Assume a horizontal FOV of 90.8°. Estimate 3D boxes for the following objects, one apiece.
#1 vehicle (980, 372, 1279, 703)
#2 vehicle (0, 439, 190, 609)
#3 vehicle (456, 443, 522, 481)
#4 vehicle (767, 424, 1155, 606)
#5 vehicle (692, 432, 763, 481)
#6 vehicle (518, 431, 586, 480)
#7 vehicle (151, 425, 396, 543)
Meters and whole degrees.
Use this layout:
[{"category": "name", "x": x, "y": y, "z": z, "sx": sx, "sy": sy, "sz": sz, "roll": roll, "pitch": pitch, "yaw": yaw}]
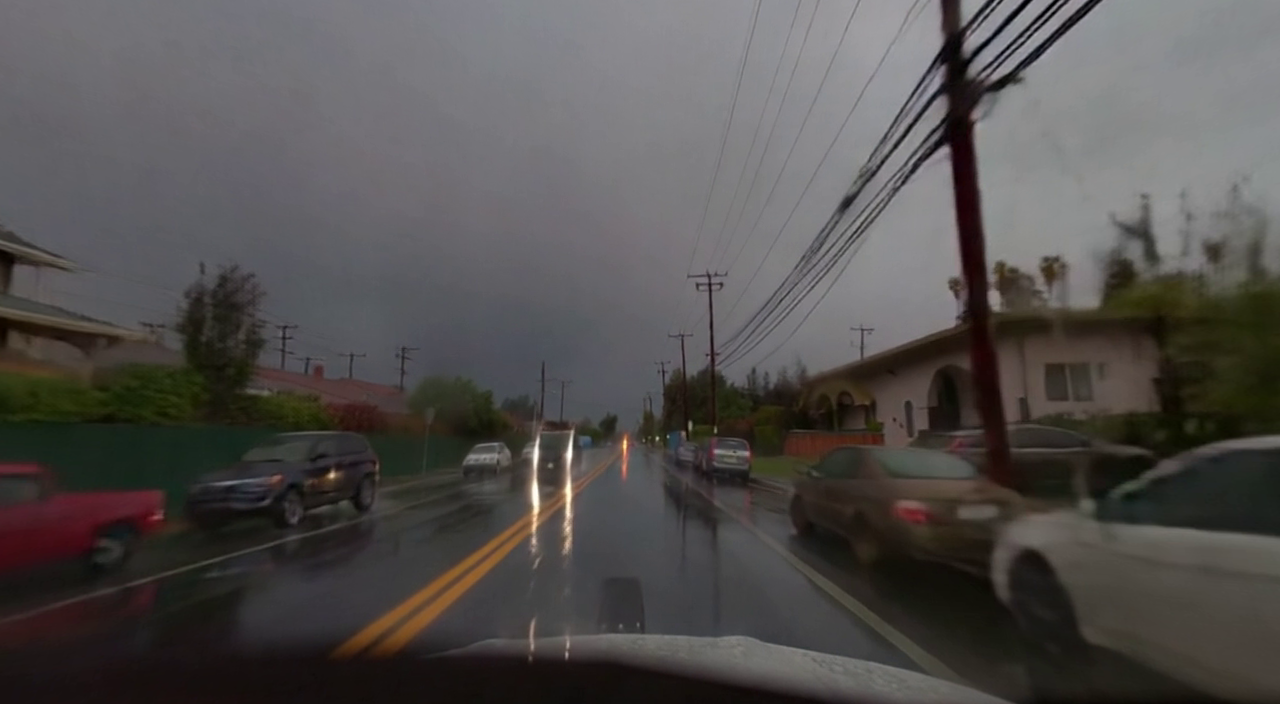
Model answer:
[{"category": "vehicle", "x": 3.228, "y": 0.857, "z": 2.091, "sx": 1.826, "sy": 1.614, "sz": 4.241, "roll": 0, "pitch": -8, "yaw": 0}, {"category": "vehicle", "x": -6.663, "y": 1.585, "z": 5.847, "sx": 1.866, "sy": 1.487, "sz": 4.416, "roll": -1, "pitch": -8, "yaw": -2}, {"category": "vehicle", "x": -6.907, "y": 5.060, "z": 29.396, "sx": 1.843, "sy": 1.589, "sz": 4.416, "roll": 0, "pitch": -9, "yaw": 1}, {"category": "vehicle", "x": 3.179, "y": 1.715, "z": 7.780, "sx": 2.129, "sy": 1.490, "sz": 4.937, "roll": 0, "pitch": -8, "yaw": -1}, {"category": "vehicle", "x": 3.352, "y": 4.116, "z": 25.148, "sx": 2.031, "sy": 1.762, "sz": 4.749, "roll": 0, "pitch": -8, "yaw": -2}, {"category": "vehicle", "x": -3.611, "y": 4.361, "z": 26.852, "sx": 2.210, "sy": 1.838, "sz": 4.854, "roll": 0, "pitch": -8, "yaw": 0}, {"category": "vehicle", "x": -6.711, "y": 2.390, "z": 12.382, "sx": 2.014, "sy": 1.817, "sz": 4.639, "roll": -1, "pitch": -7, "yaw": 0}]
